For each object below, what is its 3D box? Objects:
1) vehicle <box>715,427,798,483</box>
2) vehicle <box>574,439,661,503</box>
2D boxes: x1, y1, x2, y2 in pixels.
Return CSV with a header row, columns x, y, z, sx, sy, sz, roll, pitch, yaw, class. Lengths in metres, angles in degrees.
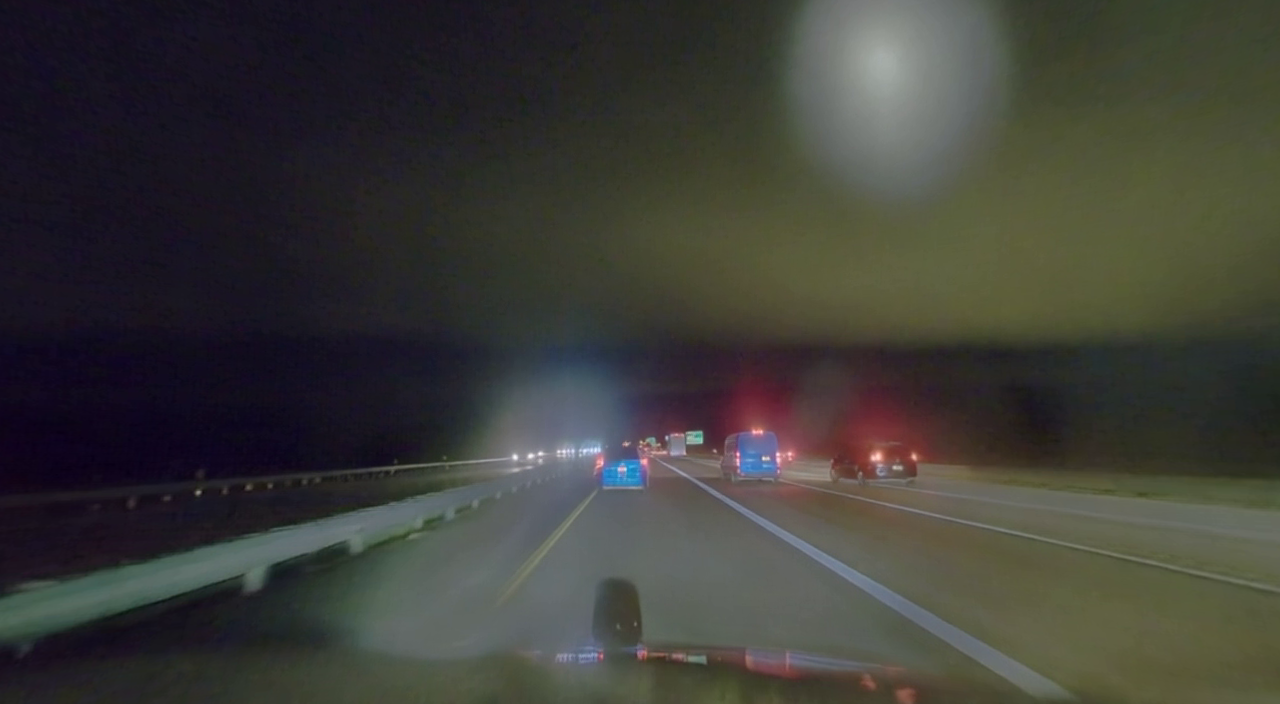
x,y,z,sx,sy,sz,roll,pitch,yaw,class
4.451,4.050,24.855,2.261,1.952,4.784,0,-9,-1,vehicle
-0.529,3.083,16.603,2.029,1.483,3.769,0,-9,0,vehicle
